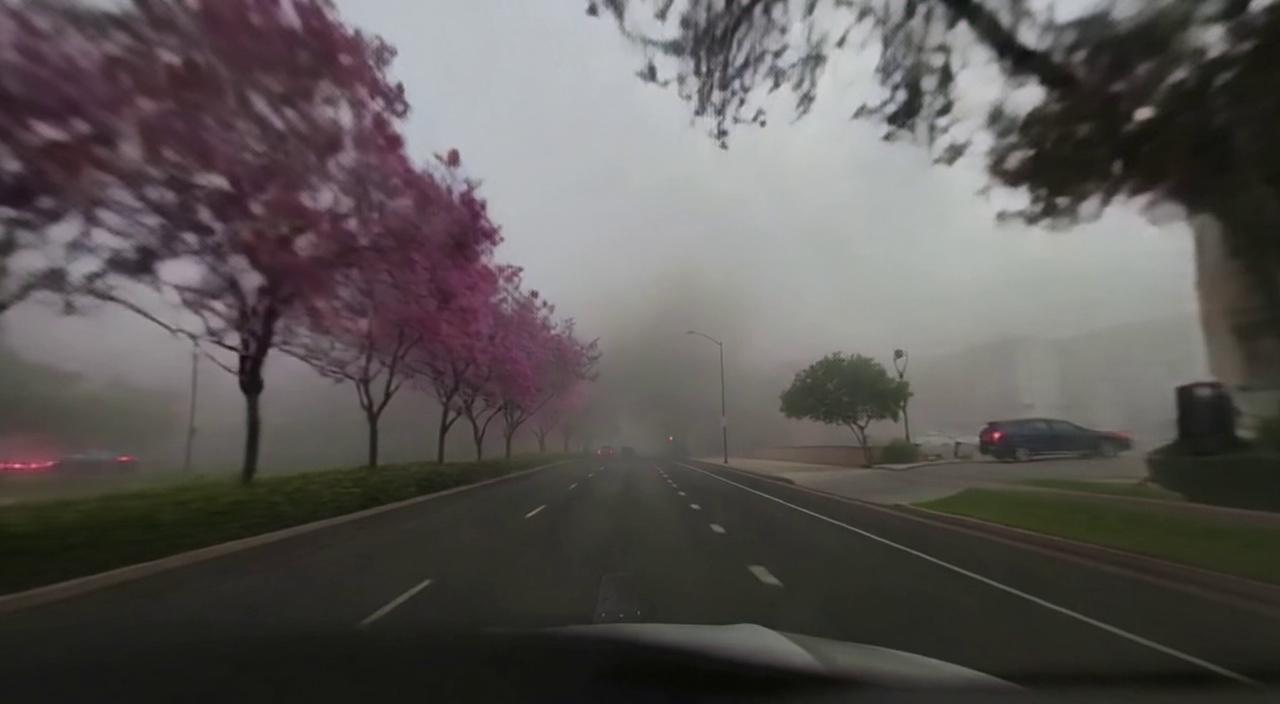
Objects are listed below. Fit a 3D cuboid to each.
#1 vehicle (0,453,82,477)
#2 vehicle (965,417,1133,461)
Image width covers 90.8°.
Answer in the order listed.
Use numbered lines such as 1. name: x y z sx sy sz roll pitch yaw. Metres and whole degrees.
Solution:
1. vehicle: -45.906 8.583 48.225 4.530 1.734 2.066 0 -8 -2
2. vehicle: 15.185 3.266 23.664 4.877 1.592 1.913 0 -8 2
